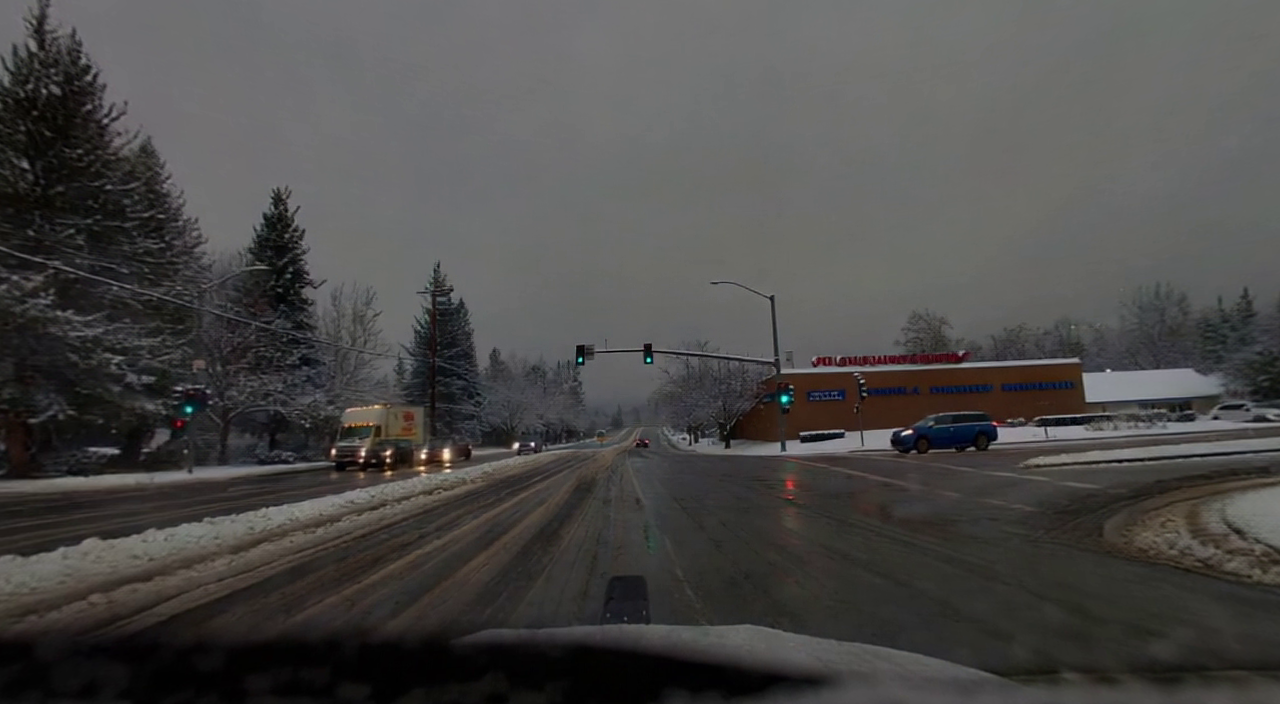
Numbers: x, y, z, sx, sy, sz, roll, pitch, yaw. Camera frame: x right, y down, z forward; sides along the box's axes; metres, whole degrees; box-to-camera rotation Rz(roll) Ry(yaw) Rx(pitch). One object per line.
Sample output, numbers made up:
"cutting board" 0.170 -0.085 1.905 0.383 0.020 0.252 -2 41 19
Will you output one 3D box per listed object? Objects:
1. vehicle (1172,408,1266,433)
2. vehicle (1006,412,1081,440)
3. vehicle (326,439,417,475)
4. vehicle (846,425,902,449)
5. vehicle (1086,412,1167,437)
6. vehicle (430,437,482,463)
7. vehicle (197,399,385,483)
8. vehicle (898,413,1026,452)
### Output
"vehicle" 38.394 4.611 41.952 1.715 1.480 4.701 0 -8 -1
"vehicle" 26.310 4.880 41.286 2.011 1.656 4.163 0 -8 -3
"vehicle" -12.034 4.715 28.640 1.996 1.482 4.772 0 -8 0
"vehicle" 17.178 6.260 46.335 3.329 1.415 1.821 -6 -9 2
"vehicle" 31.382 4.726 40.772 1.823 1.480 4.003 0 -8 -4
"vehicle" -12.373 6.633 42.655 2.181 1.653 4.468 0 -8 0
"vehicle" -16.573 4.463 31.452 3.161 3.455 11.058 0 -8 -1
"vehicle" 14.186 3.593 27.943 4.566 1.670 2.000 0 -8 -2
